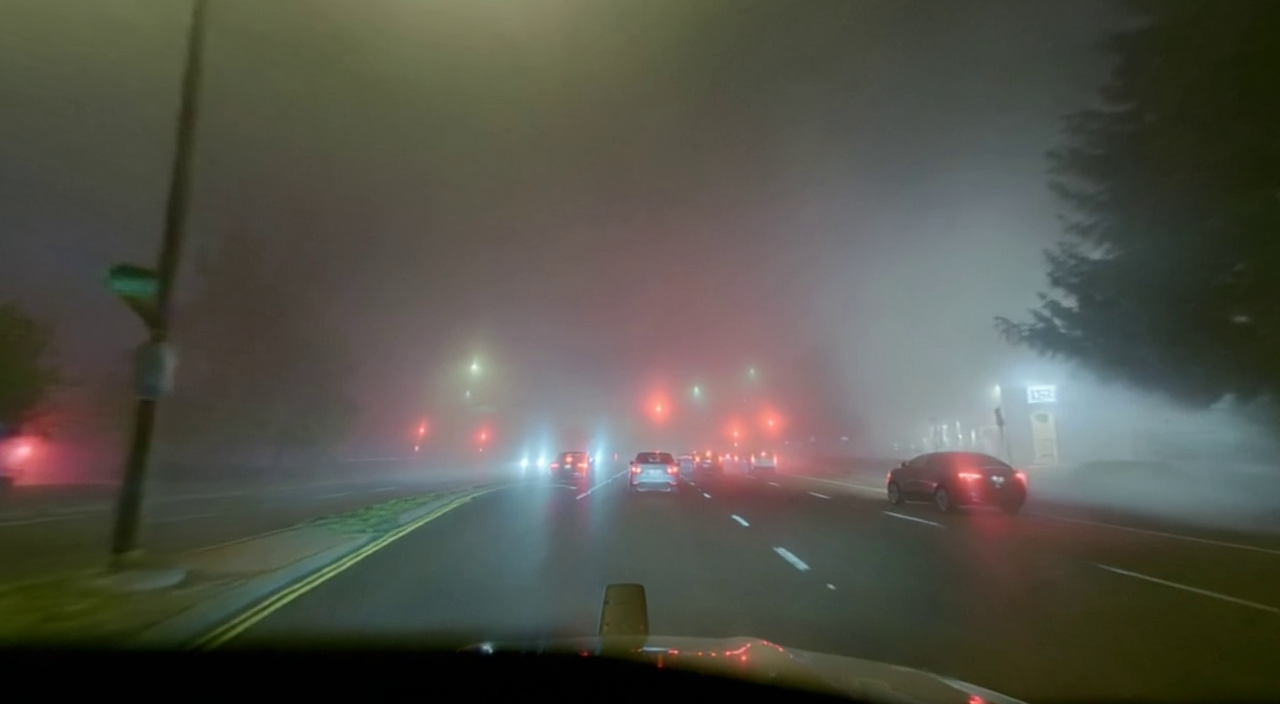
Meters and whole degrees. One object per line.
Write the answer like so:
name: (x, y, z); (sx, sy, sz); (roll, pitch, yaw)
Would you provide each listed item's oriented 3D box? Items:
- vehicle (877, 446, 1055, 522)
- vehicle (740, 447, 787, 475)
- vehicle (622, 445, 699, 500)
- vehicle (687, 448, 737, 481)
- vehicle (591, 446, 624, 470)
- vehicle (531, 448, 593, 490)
vehicle: (7.471, 3.034, 15.062); (1.892, 1.515, 4.400); (0, -9, 0)
vehicle: (7.746, 6.878, 39.962); (2.044, 1.701, 4.397); (0, -9, 0)
vehicle: (0.601, 3.612, 19.222); (2.096, 1.473, 3.893); (0, -9, 1)
vehicle: (3.518, 5.602, 31.618); (1.988, 1.528, 4.144); (0, -9, -1)
vehicle: (-2.416, 8.020, 47.931); (2.219, 1.699, 4.090); (0, -9, 1)
vehicle: (-2.875, 4.431, 24.210); (1.938, 1.472, 4.399); (0, -9, -2)
